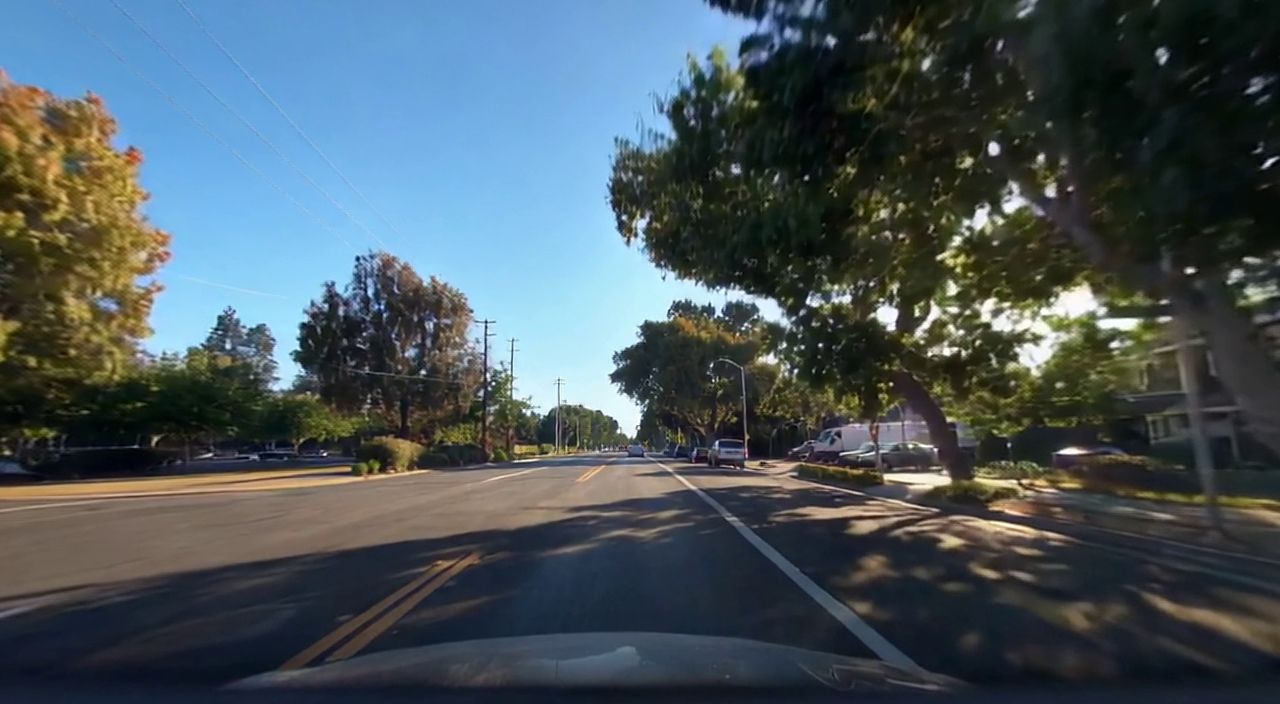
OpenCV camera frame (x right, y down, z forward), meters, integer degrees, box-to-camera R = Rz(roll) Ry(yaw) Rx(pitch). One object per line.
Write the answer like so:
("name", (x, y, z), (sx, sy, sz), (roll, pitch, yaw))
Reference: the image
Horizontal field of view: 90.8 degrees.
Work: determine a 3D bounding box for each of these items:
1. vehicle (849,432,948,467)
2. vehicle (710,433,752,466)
("vehicle", (14.394, 5.450, 35.358), (4.637, 1.842, 2.016), (0, -9, 2))
("vehicle", (6.315, 6.850, 44.595), (2.275, 2.132, 5.726), (0, -9, 1))
